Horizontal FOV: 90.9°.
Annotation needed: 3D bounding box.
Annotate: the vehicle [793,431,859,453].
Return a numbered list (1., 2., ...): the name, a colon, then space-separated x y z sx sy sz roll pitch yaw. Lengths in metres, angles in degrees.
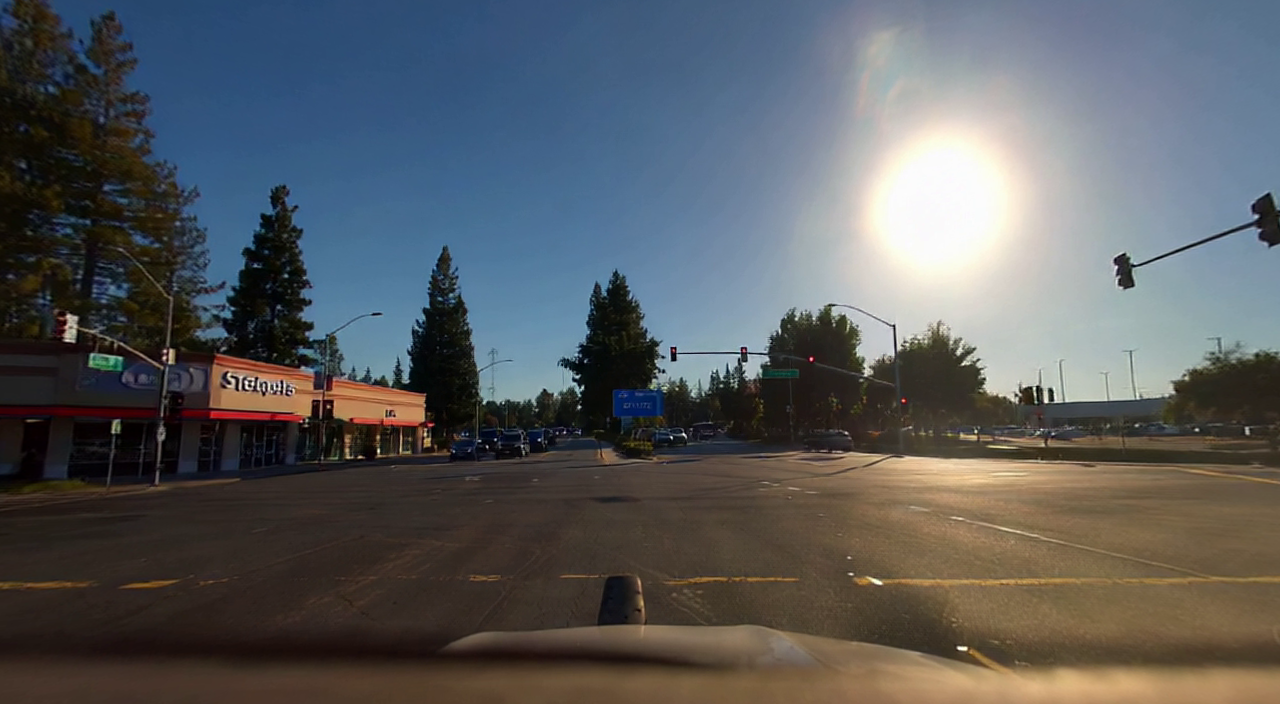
1. vehicle: 13.146 6.448 44.850 1.781 1.448 4.560 4 -10 -26

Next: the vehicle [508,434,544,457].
1. vehicle: -8.075 6.664 45.084 1.920 1.546 4.086 0 -9 -1

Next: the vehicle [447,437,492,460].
1. vehicle: -11.787 6.691 43.891 2.111 1.499 4.371 0 -9 -3
